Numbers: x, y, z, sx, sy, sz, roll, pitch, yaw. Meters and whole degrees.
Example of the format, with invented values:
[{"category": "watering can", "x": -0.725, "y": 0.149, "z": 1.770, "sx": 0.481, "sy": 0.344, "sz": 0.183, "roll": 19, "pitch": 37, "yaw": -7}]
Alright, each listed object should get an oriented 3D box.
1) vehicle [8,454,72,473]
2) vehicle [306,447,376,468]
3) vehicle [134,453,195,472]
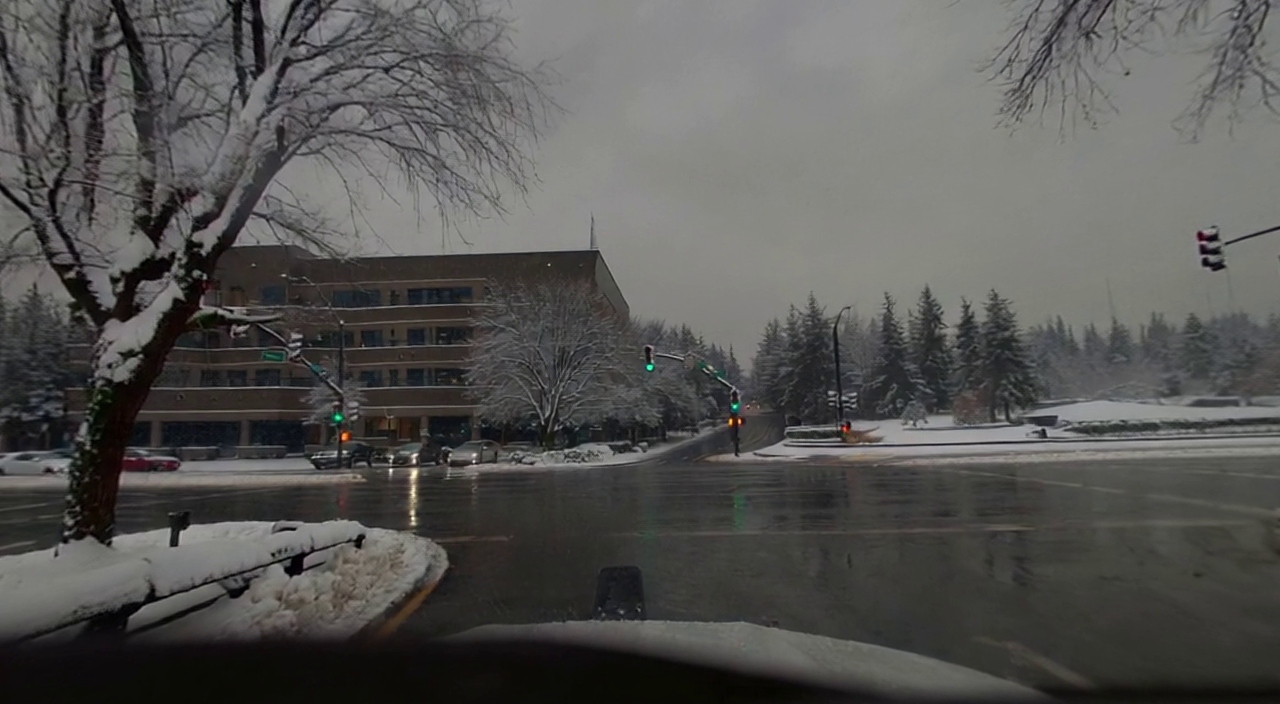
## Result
[{"category": "vehicle", "x": -46.387, "y": 8.579, "z": 48.894, "sx": 1.627, "sy": 1.392, "sz": 3.330, "roll": 0, "pitch": -9, "yaw": -1}, {"category": "vehicle", "x": -22.007, "y": 7.770, "z": 46.579, "sx": 4.207, "sy": 1.508, "sz": 1.875, "roll": -1, "pitch": -9, "yaw": 2}, {"category": "vehicle", "x": -36.456, "y": 8.470, "z": 48.554, "sx": 1.709, "sy": 1.410, "sz": 3.945, "roll": 0, "pitch": -9, "yaw": -1}]
